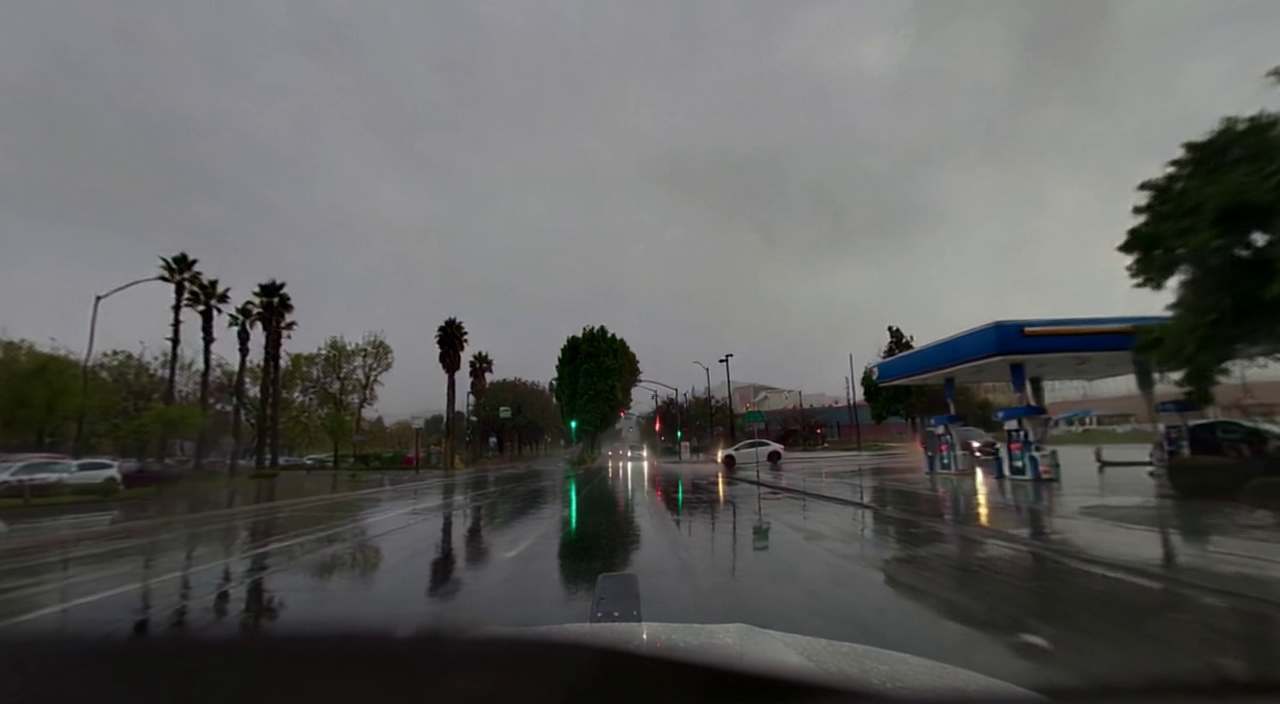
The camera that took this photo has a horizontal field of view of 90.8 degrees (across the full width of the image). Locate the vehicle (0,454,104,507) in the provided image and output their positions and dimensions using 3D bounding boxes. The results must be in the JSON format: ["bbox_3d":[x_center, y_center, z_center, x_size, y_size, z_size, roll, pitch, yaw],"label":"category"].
[{"bbox_3d":[-25.654,5.371,26.204,5.056,1.839,1.957,-3,-6,-2],"label":"vehicle"}]

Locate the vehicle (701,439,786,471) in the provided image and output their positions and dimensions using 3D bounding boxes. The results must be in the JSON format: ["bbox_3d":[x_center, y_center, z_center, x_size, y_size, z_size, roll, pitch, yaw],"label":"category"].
[{"bbox_3d":[7.319,7.206,44.338,6.059,2.082,2.703,8,-12,-43],"label":"vehicle"}]

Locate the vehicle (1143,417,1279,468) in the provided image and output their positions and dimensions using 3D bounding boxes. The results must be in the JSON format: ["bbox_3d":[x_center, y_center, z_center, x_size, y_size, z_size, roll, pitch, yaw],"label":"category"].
[{"bbox_3d":[21.582,3.328,23.161,4.578,1.756,2.042,1,-9,-4],"label":"vehicle"}]

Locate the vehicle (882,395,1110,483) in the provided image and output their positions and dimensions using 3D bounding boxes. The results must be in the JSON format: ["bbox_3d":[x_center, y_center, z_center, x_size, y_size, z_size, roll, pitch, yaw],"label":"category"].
[{"bbox_3d":[13.320,3.550,25.339,2.944,2.783,10.332,0,-9,-1],"label":"vehicle"}]
